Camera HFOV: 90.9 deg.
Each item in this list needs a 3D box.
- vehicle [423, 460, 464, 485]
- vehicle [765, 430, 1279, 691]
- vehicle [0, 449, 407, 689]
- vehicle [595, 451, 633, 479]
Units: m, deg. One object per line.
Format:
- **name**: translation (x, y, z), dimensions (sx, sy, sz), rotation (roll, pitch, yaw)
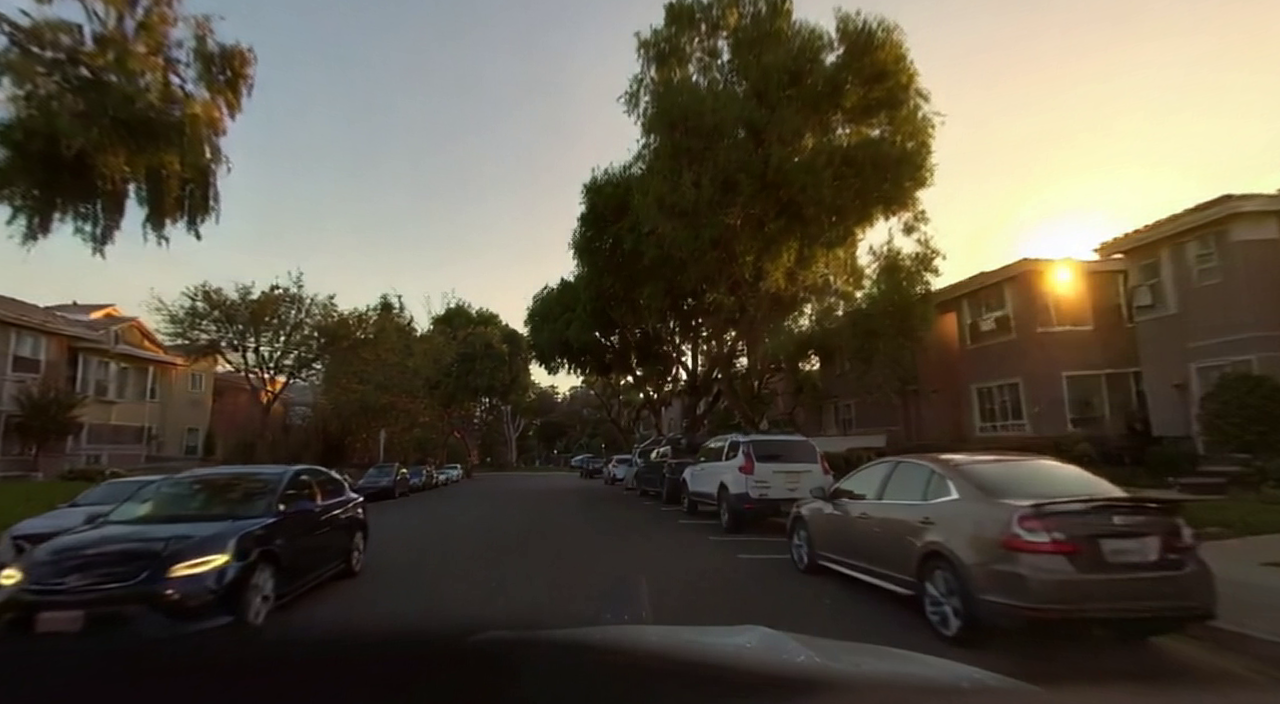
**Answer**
- **vehicle**: translation (-12.897, 7.903, 41.511), dimensions (1.760, 1.418, 4.218), rotation (0, -9, -6)
- **vehicle**: translation (2.937, 1.603, 6.186), dimensions (1.876, 1.538, 4.447), rotation (1, -9, -9)
- **vehicle**: translation (-3.974, 1.755, 6.407), dimensions (1.971, 1.476, 4.593), rotation (1, -9, -7)
- **vehicle**: translation (-1.897, 7.856, 44.244), dimensions (2.114, 1.787, 4.783), rotation (1, -9, -9)
